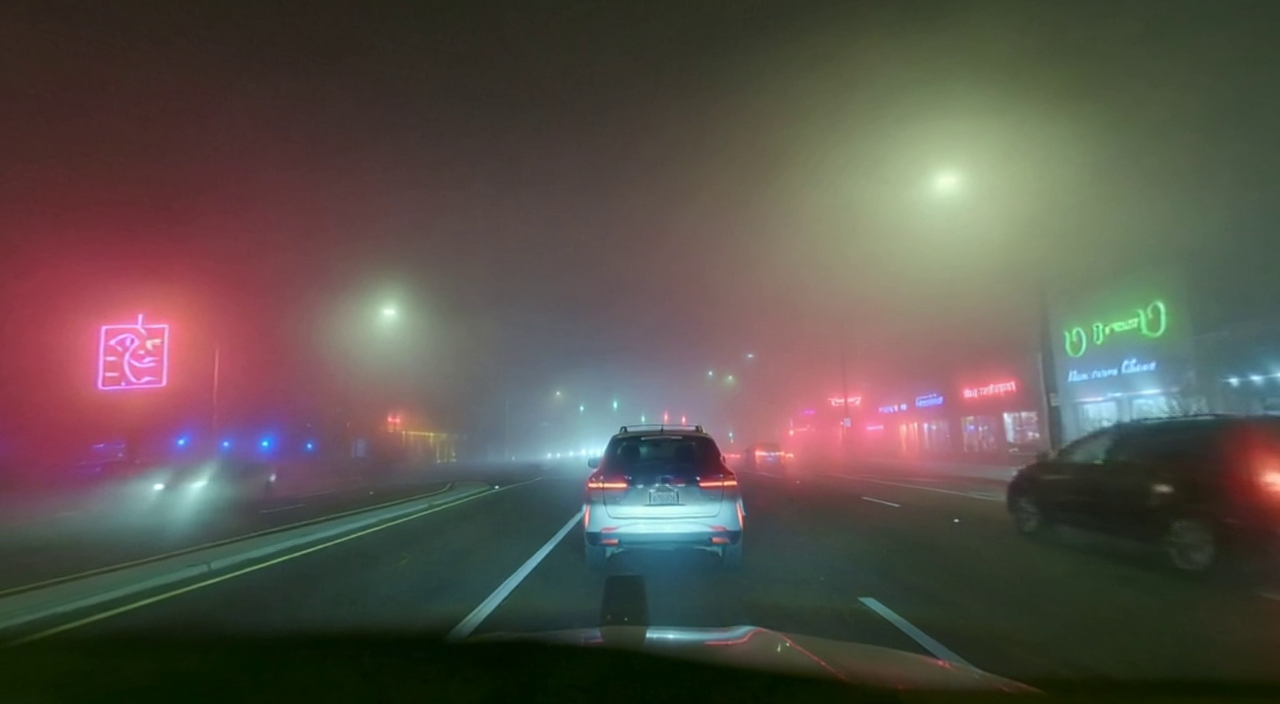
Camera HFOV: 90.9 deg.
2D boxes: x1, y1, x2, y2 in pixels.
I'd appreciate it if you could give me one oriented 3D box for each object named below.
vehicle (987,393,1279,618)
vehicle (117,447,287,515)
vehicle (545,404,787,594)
[{"bbox_3d":[5.819,1.413,6.594,2.086,1.627,4.294,-1,-8,3],"label":"vehicle"},{"bbox_3d":[-12.397,3.610,18.280,1.965,1.695,4.284,0,-8,-3],"label":"vehicle"},{"bbox_3d":[0.221,1.585,7.584,2.125,1.669,3.880,0,-8,0],"label":"vehicle"}]
